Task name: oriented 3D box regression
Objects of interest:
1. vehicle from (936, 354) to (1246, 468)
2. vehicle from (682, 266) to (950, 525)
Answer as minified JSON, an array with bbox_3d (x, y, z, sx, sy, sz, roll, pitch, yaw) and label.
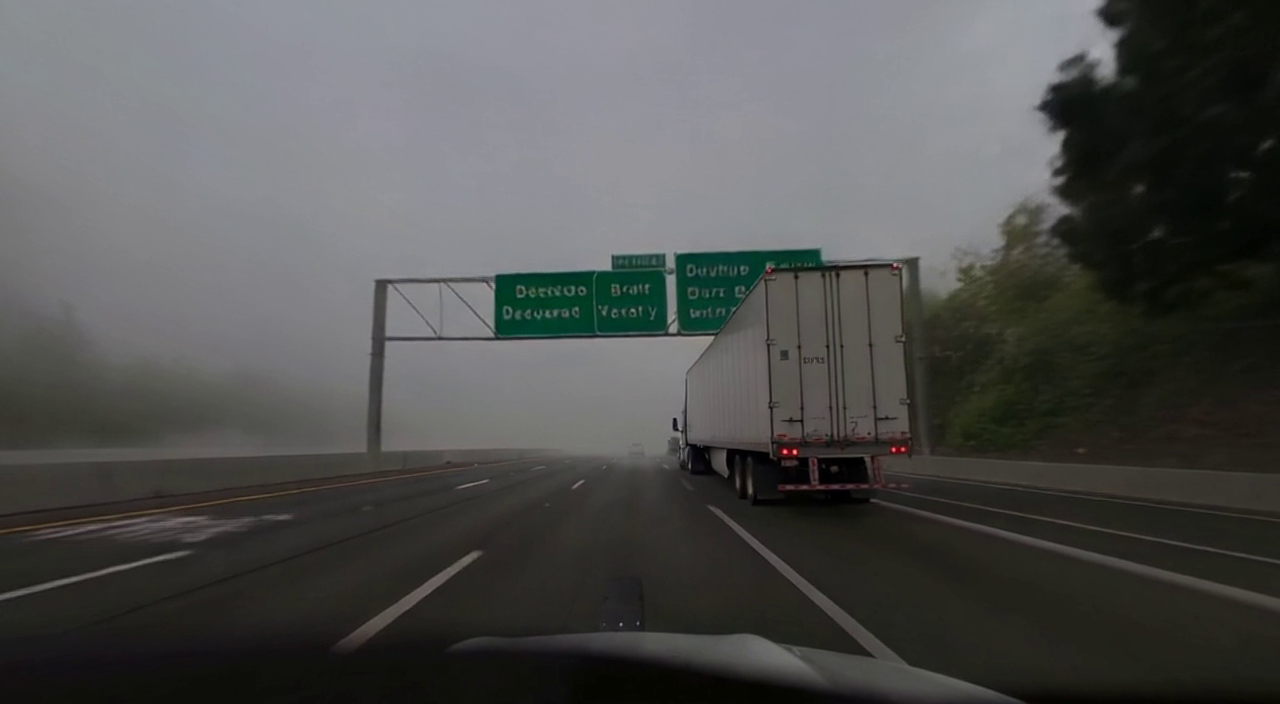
[{"bbox_3d":[21.384,3.523,32.354,4.916,4.592,13.750,1,-10,-4],"label":"vehicle"},{"bbox_3d":[3.307,1.870,18.243,2.743,4.160,16.408,0,-9,-1],"label":"vehicle"}]
